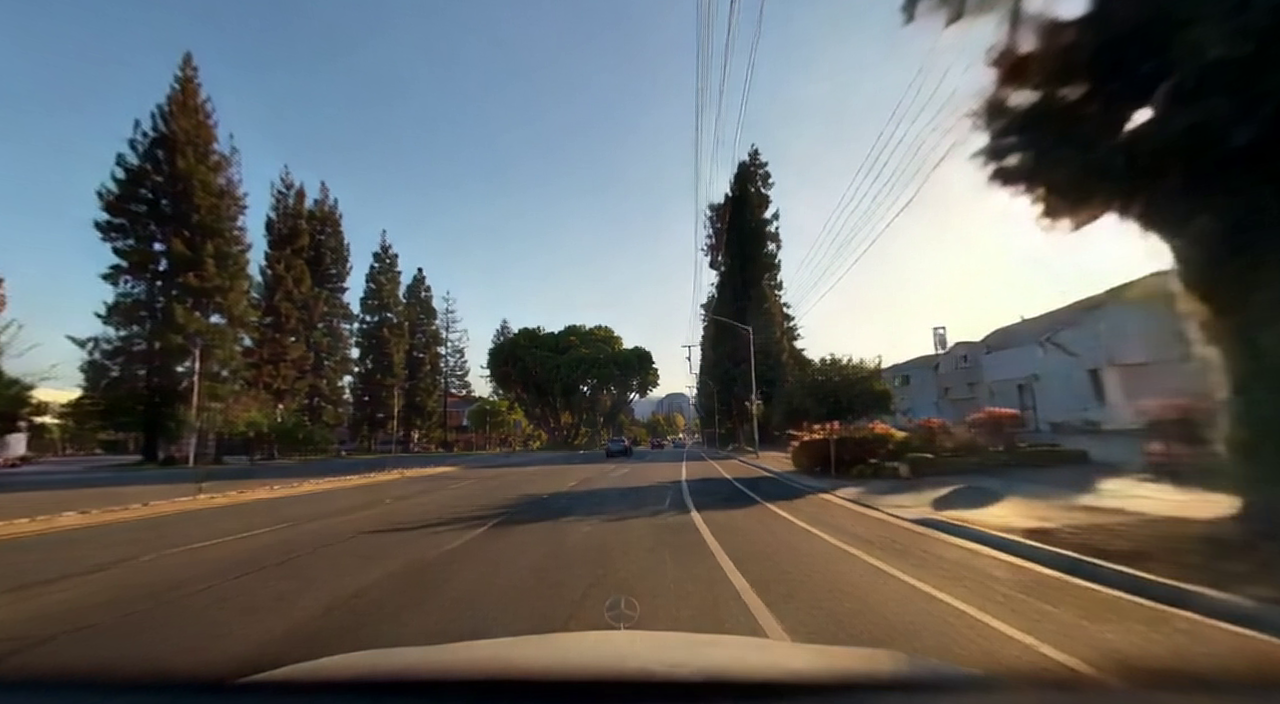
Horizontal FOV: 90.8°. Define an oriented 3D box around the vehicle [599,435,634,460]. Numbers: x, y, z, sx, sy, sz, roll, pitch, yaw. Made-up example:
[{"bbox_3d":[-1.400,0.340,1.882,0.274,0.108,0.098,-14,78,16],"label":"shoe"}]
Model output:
[{"bbox_3d":[-1.598,6.750,44.724,2.121,1.654,3.993,-1,-8,4],"label":"vehicle"}]
